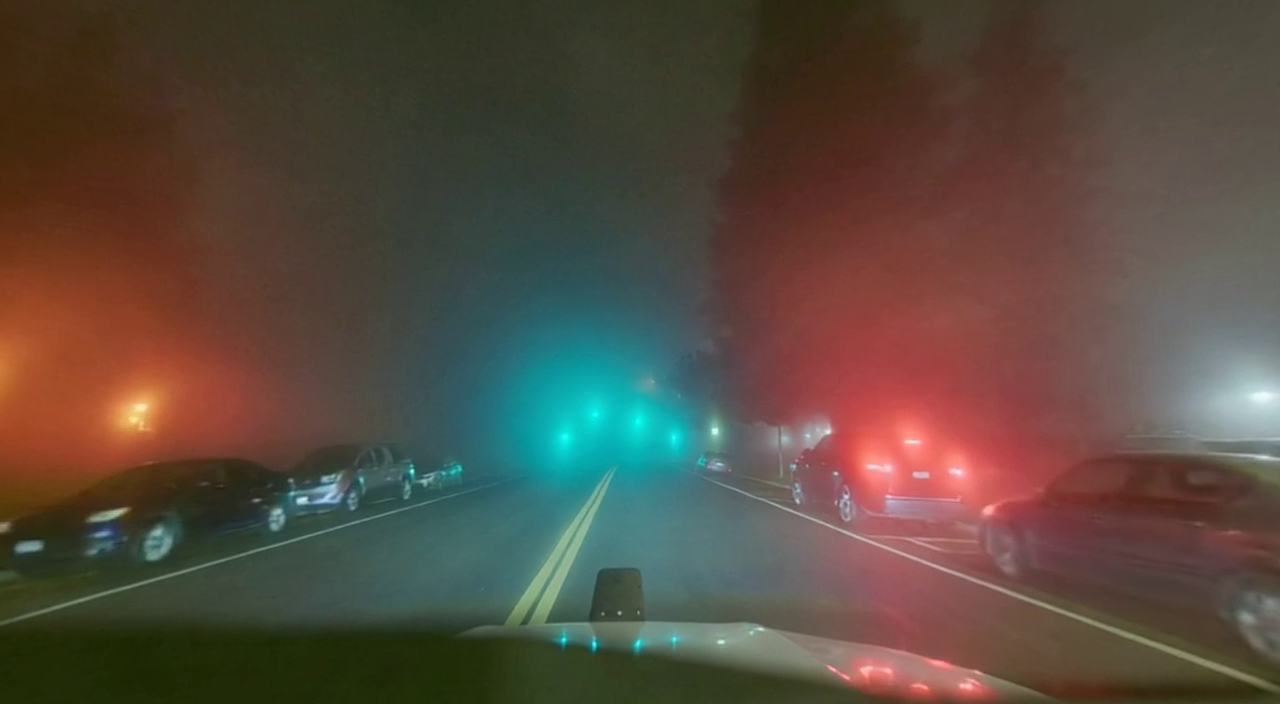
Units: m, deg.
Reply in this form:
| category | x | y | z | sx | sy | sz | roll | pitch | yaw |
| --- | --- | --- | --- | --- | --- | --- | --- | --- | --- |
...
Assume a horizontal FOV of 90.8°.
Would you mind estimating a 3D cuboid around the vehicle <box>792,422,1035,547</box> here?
| category | x | y | z | sx | sy | sz | roll | pitch | yaw |
| --- | --- | --- | --- | --- | --- | --- | --- | --- | --- |
| vehicle | 4.331 | 2.162 | 11.010 | 1.992 | 1.703 | 4.503 | 0 | -9 | -3 |

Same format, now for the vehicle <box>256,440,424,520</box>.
| category | x | y | z | sx | sy | sz | roll | pitch | yaw |
| --- | --- | --- | --- | --- | --- | --- | --- | --- | --- |
| vehicle | -7.221 | 3.085 | 15.843 | 2.092 | 1.706 | 4.356 | 0 | -8 | -1 |

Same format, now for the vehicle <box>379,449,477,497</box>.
| category | x | y | z | sx | sy | sz | roll | pitch | yaw |
| --- | --- | --- | --- | --- | --- | --- | --- | --- | --- |
| vehicle | -7.170 | 4.105 | 21.895 | 1.954 | 1.430 | 4.395 | 0 | -8 | -1 |

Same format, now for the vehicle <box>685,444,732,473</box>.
| category | x | y | z | sx | sy | sz | roll | pitch | yaw |
| --- | --- | --- | --- | --- | --- | --- | --- | --- | --- |
| vehicle | 3.884 | 6.132 | 36.598 | 1.955 | 1.536 | 4.395 | 1 | -9 | -4 |

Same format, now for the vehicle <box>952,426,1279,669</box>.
| category | x | y | z | sx | sy | sz | roll | pitch | yaw |
| --- | --- | --- | --- | --- | --- | --- | --- | --- | --- |
| vehicle | 4.764 | 1.385 | 5.131 | 1.830 | 1.477 | 4.684 | 0 | -8 | -3 |

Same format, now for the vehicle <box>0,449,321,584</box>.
| category | x | y | z | sx | sy | sz | roll | pitch | yaw |
| --- | --- | --- | --- | --- | --- | --- | --- | --- | --- |
| vehicle | -6.804 | 2.190 | 9.381 | 1.811 | 1.454 | 4.610 | 0 | -8 | -1 |
